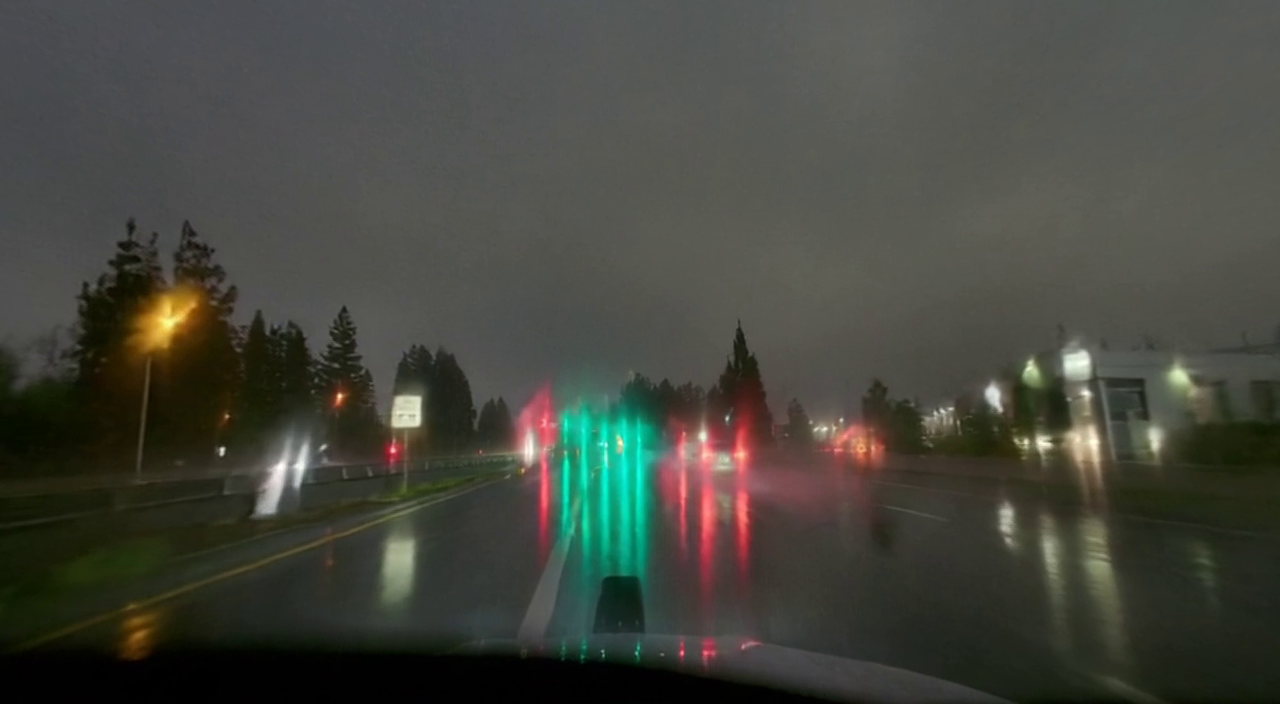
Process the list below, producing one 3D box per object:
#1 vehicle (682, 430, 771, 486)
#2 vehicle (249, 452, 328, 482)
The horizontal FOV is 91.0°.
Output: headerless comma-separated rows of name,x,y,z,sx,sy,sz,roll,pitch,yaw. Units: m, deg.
vehicle,2.813,3.610,21.706,2.066,1.683,4.675,1,-9,-5
vehicle,-19.880,6.480,35.856,2.059,1.509,4.608,0,-9,-4
